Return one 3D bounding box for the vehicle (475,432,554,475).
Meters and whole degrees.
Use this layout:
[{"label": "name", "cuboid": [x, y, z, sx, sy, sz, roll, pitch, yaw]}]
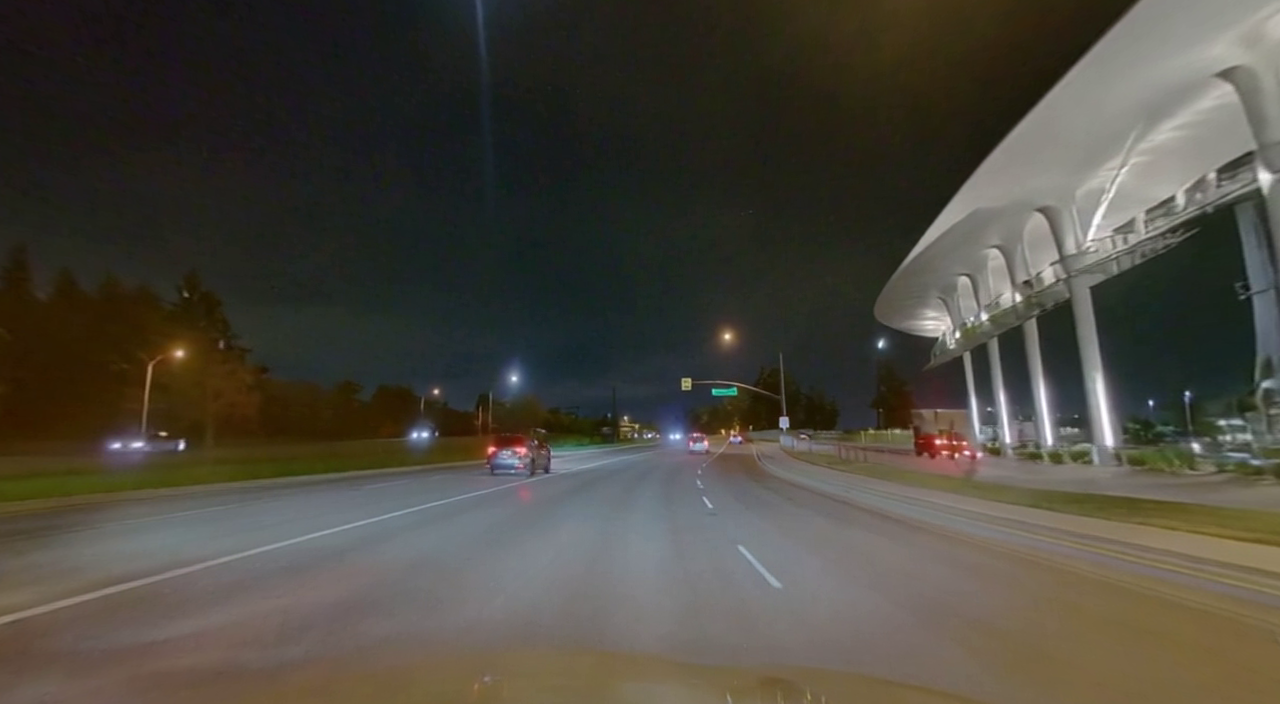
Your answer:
[{"label": "vehicle", "cuboid": [-5.370, 4.429, 27.680, 2.181, 1.728, 4.515, -1, -8, 5]}]
